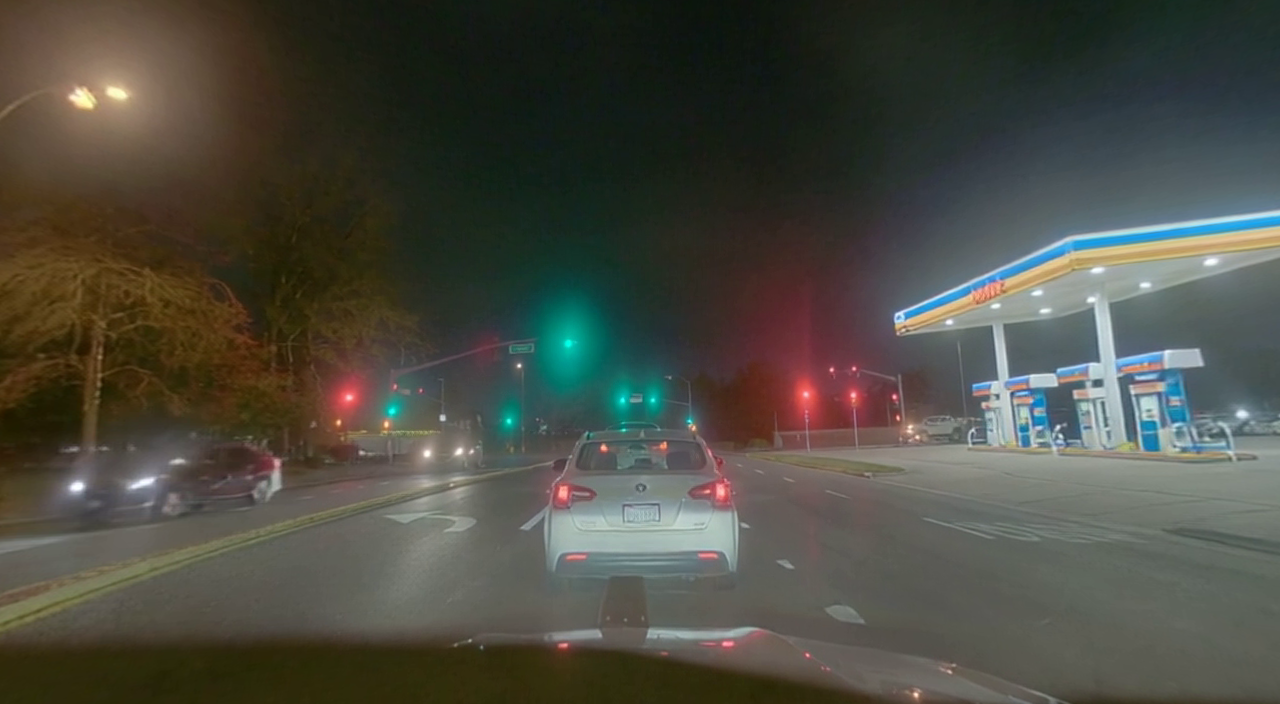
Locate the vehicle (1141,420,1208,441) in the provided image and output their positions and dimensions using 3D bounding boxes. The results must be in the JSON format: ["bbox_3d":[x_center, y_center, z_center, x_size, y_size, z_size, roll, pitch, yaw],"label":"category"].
[{"bbox_3d":[41.273,6.048,48.664,3.573,1.432,1.604,-3,-7,2],"label":"vehicle"}]

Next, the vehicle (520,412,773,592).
[{"bbox_3d":[0.020,1.554,7.366,2.112,1.482,4.057,0,-8,-1],"label":"vehicle"}]

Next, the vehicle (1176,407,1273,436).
[{"bbox_3d":[36.331,4.393,39.342,1.848,1.581,4.475,-1,-8,3],"label":"vehicle"}]

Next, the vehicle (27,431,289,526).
[{"bbox_3d":[-9.988,2.616,13.689,2.108,1.671,4.535,0,-8,0],"label":"vehicle"}]

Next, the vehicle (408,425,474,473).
[{"bbox_3d":[-9.549,4.685,30.661,2.378,2.084,5.225,1,-8,-10],"label":"vehicle"}]

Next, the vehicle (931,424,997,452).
[{"bbox_3d":[18.396,4.878,35.687,4.091,1.495,2.053,8,-12,-44],"label":"vehicle"}]

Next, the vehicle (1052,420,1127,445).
[{"bbox_3d":[34.770,6.229,48.802,4.294,1.557,1.744,-4,-7,1],"label":"vehicle"}]
